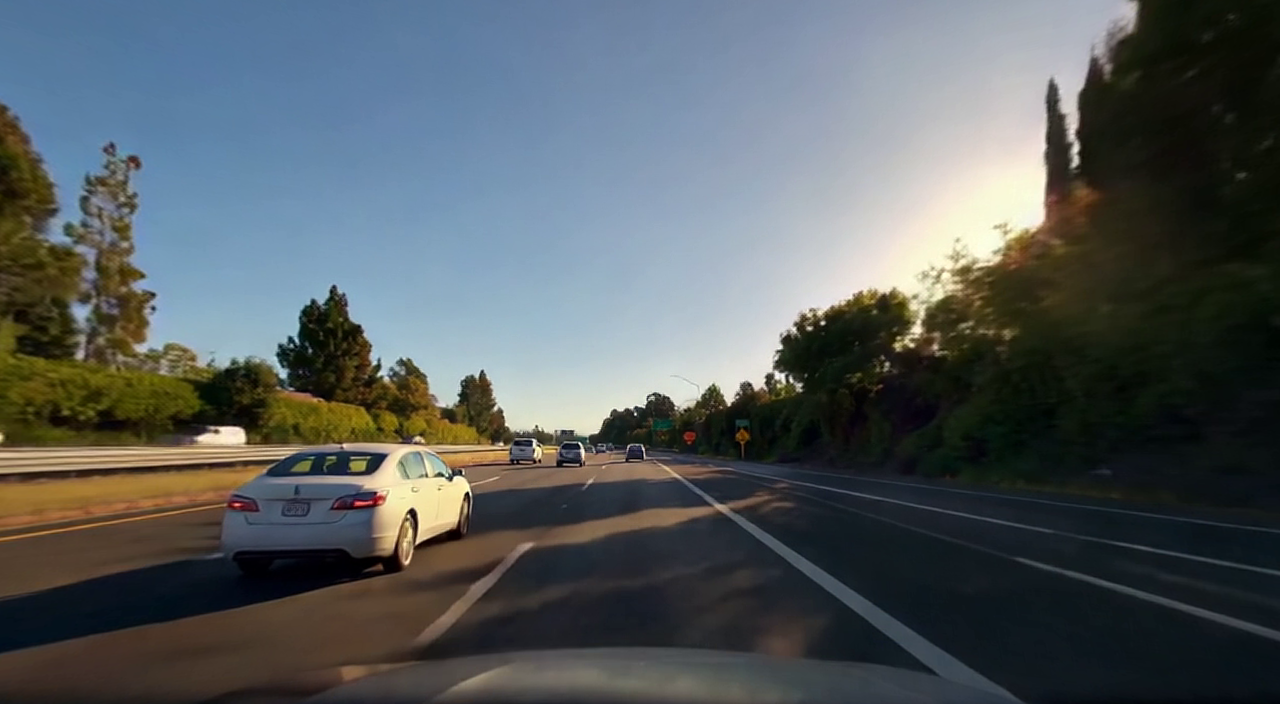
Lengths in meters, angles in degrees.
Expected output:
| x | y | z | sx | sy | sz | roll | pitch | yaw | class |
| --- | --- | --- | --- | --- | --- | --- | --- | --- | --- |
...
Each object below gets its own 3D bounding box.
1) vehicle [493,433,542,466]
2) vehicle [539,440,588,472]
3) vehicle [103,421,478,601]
| x | y | z | sx | sy | sz | roll | pitch | yaw | class |
| --- | --- | --- | --- | --- | --- | --- | --- | --- | --- |
| -7.835 | 6.285 | 40.837 | 2.171 | 1.982 | 5.246 | 0 | -8 | -1 | vehicle |
| -3.845 | 5.299 | 32.441 | 2.068 | 1.501 | 4.395 | 0 | -8 | -1 | vehicle |
| -3.536 | 1.675 | 7.628 | 2.025 | 1.506 | 4.429 | 0 | -8 | -1 | vehicle |
